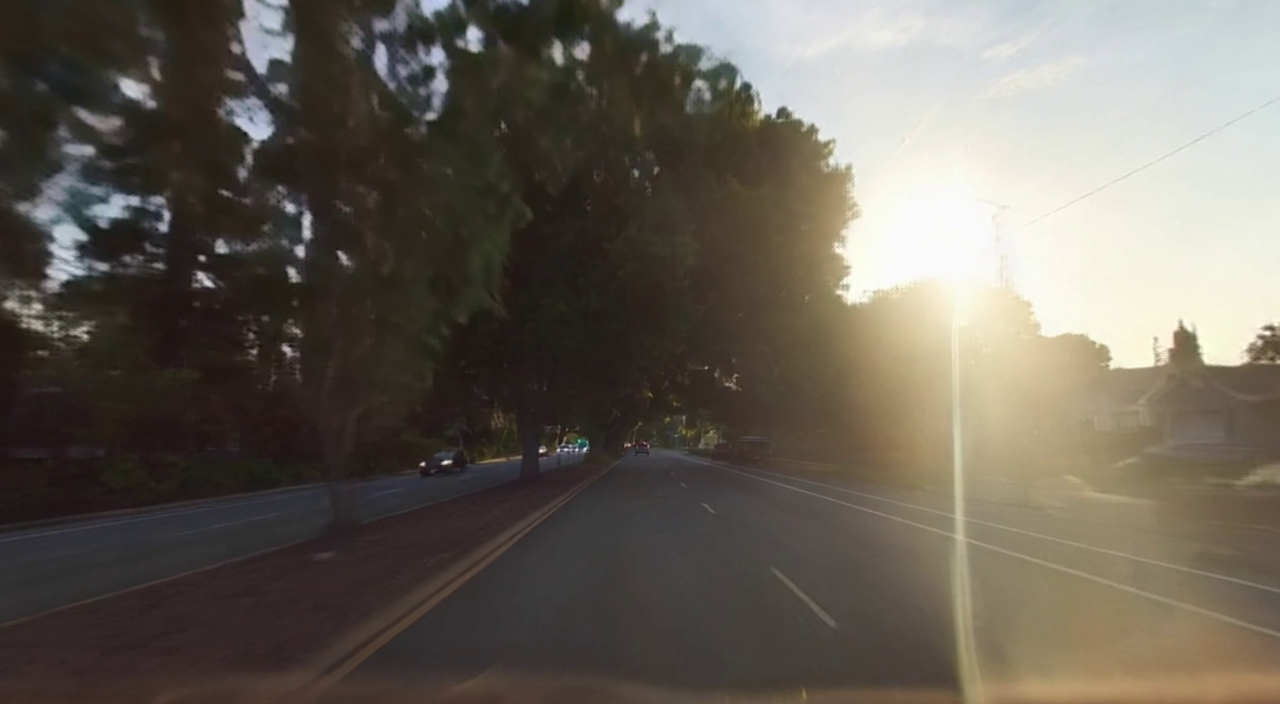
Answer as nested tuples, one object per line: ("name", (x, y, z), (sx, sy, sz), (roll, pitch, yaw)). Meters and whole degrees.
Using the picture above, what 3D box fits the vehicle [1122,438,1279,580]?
("vehicle", (7.617, 1.585, 6.284), (1.967, 1.449, 4.645), (0, -8, 0))

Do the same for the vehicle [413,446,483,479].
("vehicle", (-9.635, 5.565, 32.160), (2.061, 1.490, 4.637), (0, -8, 1))

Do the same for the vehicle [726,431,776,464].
("vehicle", (7.509, 6.544, 43.347), (2.278, 2.079, 5.861), (0, -8, -1))
